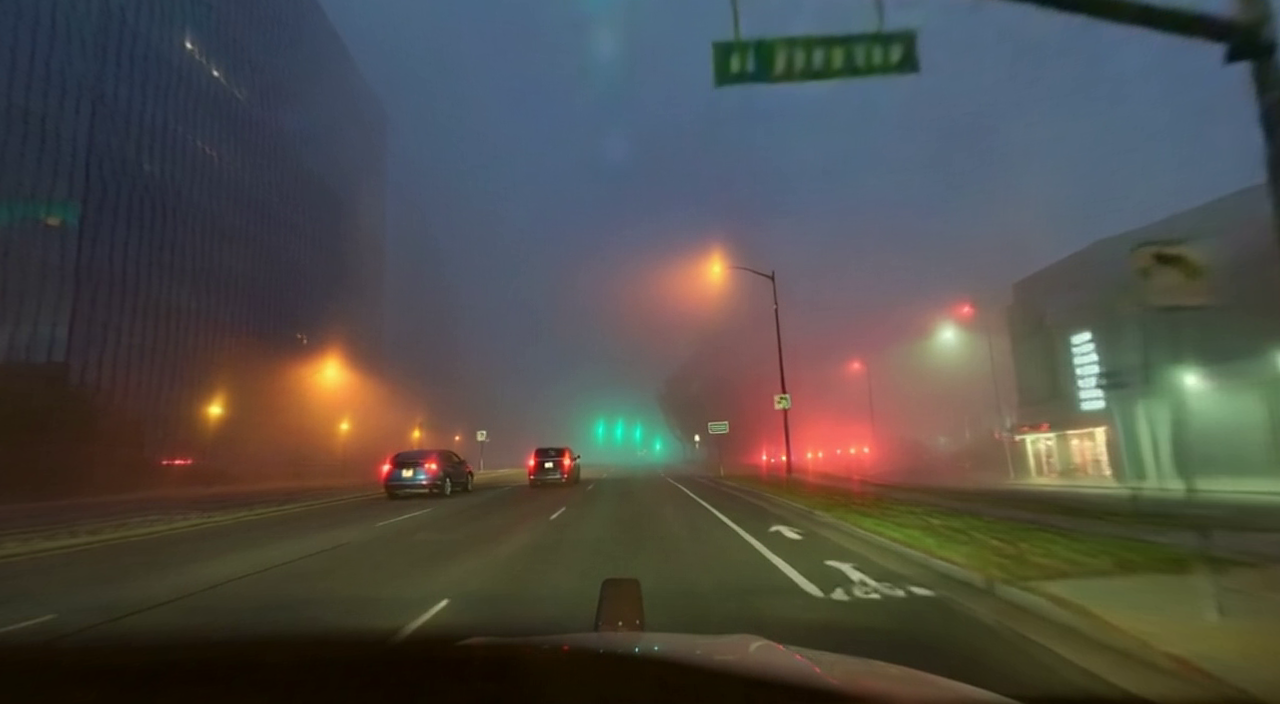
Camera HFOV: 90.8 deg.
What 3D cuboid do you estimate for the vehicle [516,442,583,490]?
[{"bbox_3d":[-3.474,4.464,25.095,2.052,1.729,4.195,0,-9,0],"label":"vehicle"}]

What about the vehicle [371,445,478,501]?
[{"bbox_3d":[-6.868,3.876,20.731,1.909,1.605,4.561,0,-9,0],"label":"vehicle"}]
